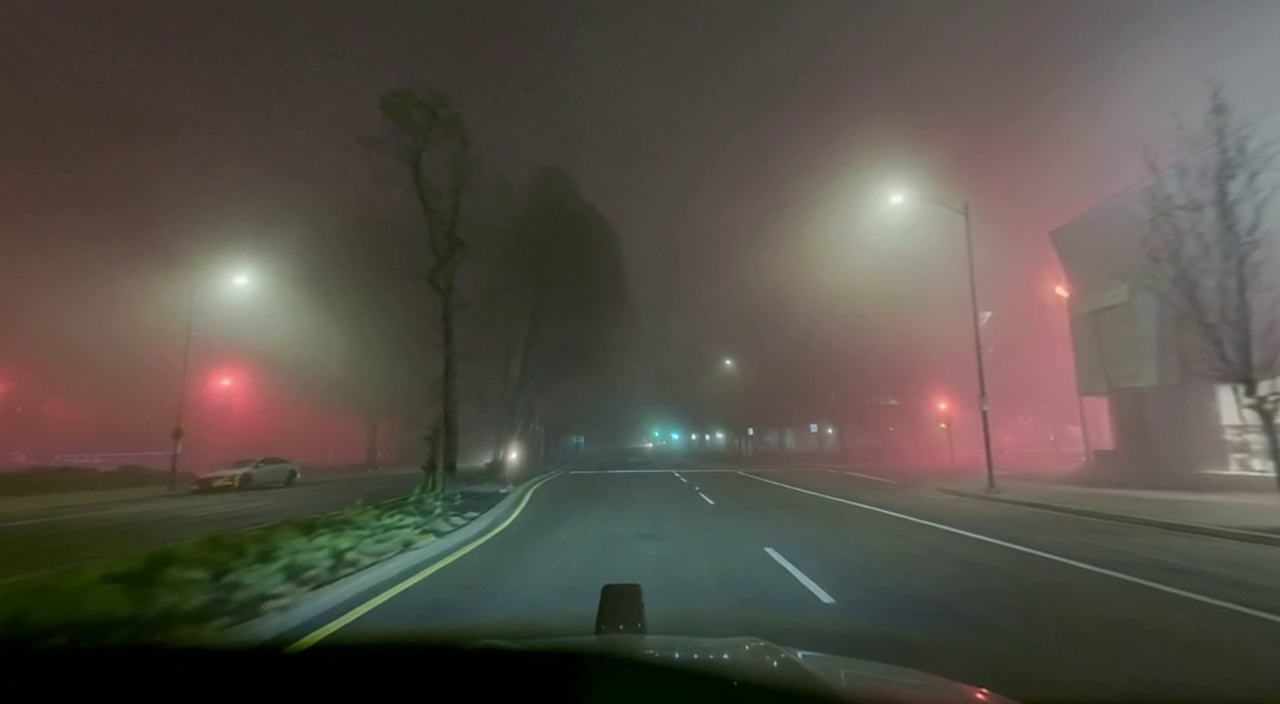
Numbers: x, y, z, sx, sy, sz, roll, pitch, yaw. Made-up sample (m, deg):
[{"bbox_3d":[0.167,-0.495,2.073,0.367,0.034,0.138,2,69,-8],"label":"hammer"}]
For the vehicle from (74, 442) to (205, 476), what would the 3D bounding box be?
[{"bbox_3d":[-26.047,5.572,32.828,4.946,1.656,2.016,1,-9,-4],"label":"vehicle"}]

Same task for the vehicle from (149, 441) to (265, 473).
[{"bbox_3d":[-26.488,6.408,38.555,5.511,1.863,2.092,0,-8,-2],"label":"vehicle"}]
